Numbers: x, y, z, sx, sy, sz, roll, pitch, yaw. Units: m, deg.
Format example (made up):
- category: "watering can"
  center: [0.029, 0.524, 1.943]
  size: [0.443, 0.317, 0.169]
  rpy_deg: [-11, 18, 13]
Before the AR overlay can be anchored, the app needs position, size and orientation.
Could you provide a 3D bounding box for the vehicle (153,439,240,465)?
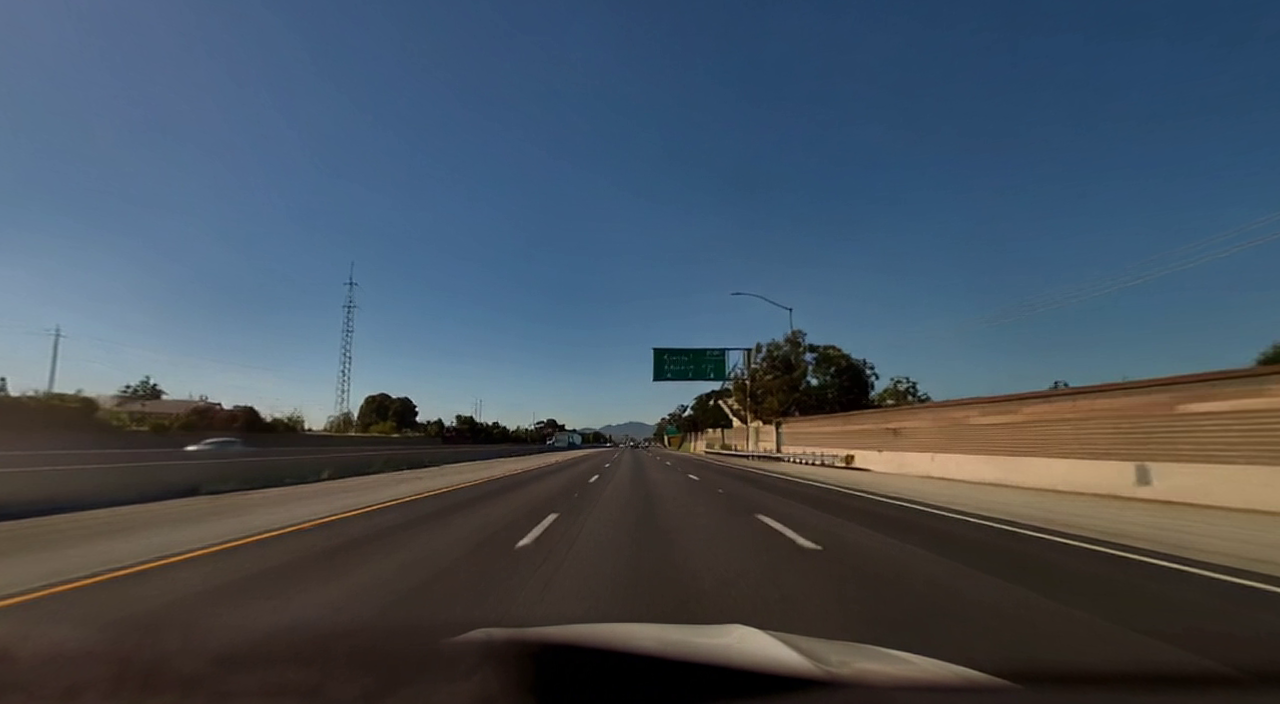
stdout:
- category: "vehicle"
  center: [-27.870, 6.280, 39.781]
  size: [2.031, 1.480, 4.698]
  rpy_deg: [-1, -8, 1]
